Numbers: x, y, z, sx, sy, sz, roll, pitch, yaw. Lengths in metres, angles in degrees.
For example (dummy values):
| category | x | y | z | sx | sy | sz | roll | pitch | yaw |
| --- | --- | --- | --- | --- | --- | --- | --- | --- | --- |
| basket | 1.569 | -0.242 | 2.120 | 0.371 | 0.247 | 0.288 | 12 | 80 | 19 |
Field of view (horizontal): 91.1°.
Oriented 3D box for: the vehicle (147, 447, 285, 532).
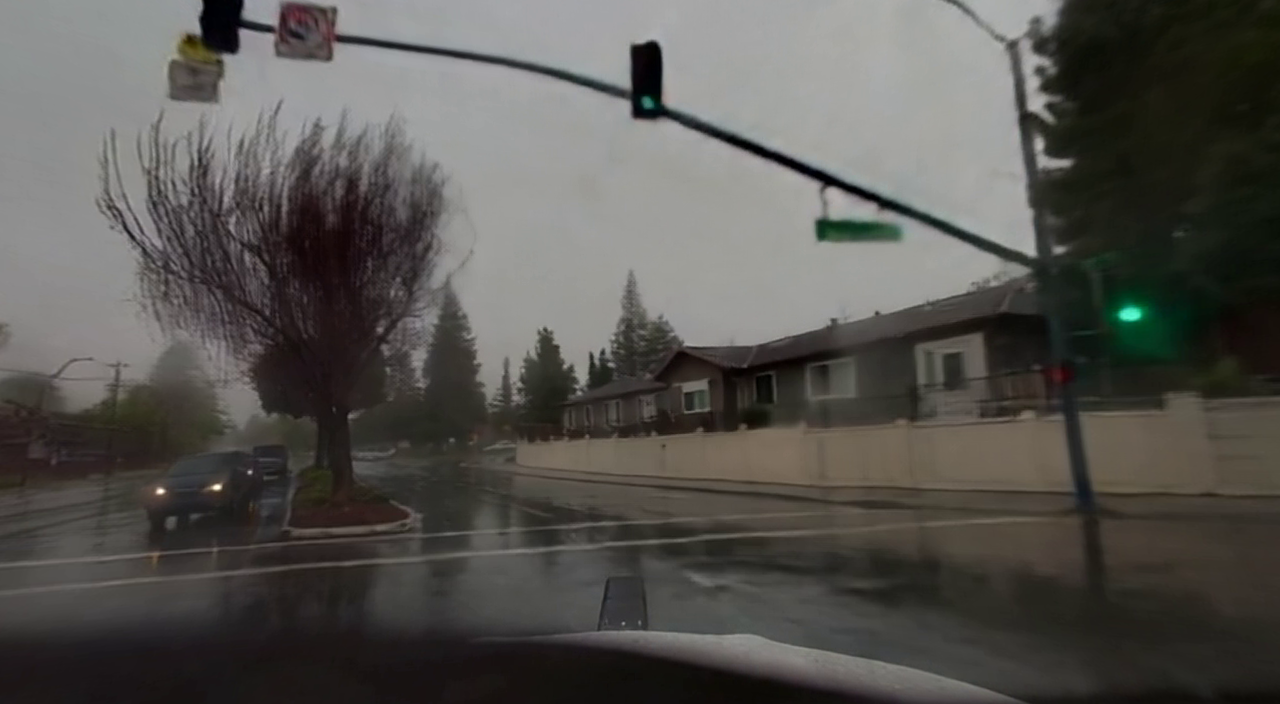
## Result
| category | x | y | z | sx | sy | sz | roll | pitch | yaw |
| --- | --- | --- | --- | --- | --- | --- | --- | --- | --- |
| vehicle | -9.192 | 2.905 | 14.027 | 1.912 | 1.464 | 4.652 | 3 | -9 | -27 |
